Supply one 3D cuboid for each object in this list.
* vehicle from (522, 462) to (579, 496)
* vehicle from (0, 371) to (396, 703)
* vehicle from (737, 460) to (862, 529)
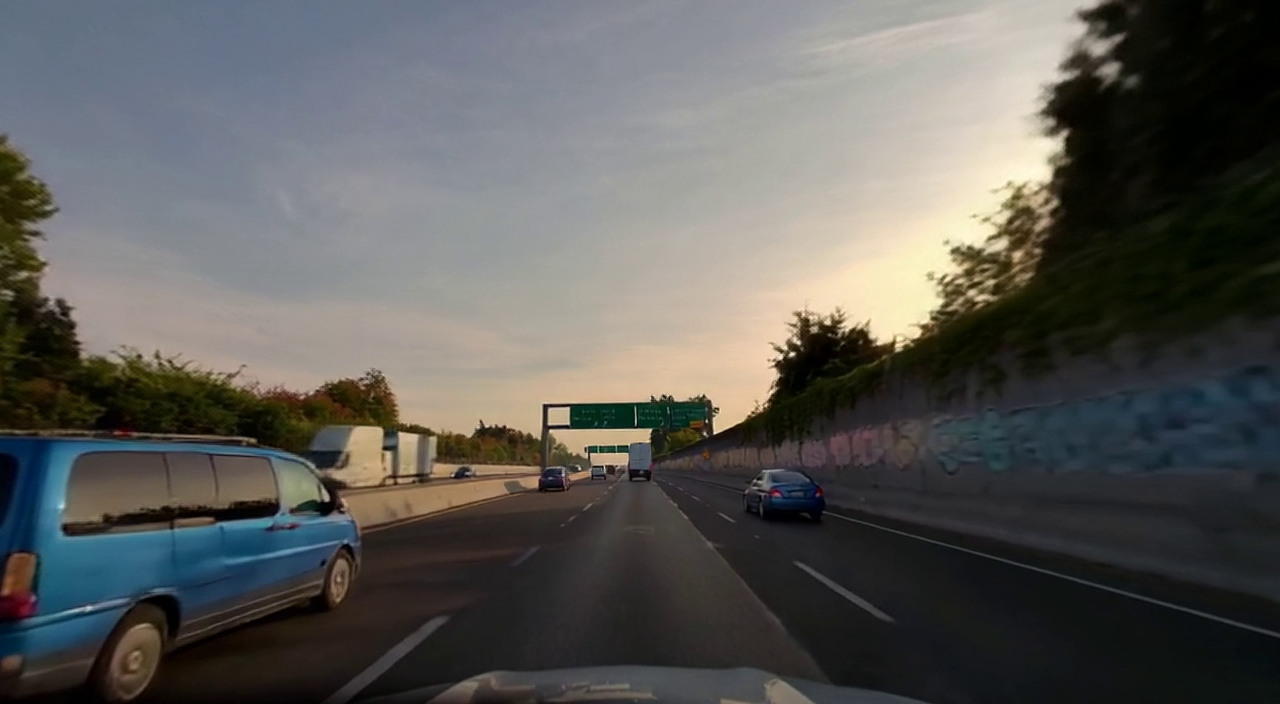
[{"bbox_3d":[-4.126,5.941,29.666,2.054,1.443,4.131,1,-10,0],"label":"vehicle"},{"bbox_3d":[-3.441,1.156,3.917,2.004,1.610,4.508,1,-10,0],"label":"vehicle"},{"bbox_3d":[3.804,3.488,15.870,1.917,1.458,4.199,1,-10,-2],"label":"vehicle"}]
